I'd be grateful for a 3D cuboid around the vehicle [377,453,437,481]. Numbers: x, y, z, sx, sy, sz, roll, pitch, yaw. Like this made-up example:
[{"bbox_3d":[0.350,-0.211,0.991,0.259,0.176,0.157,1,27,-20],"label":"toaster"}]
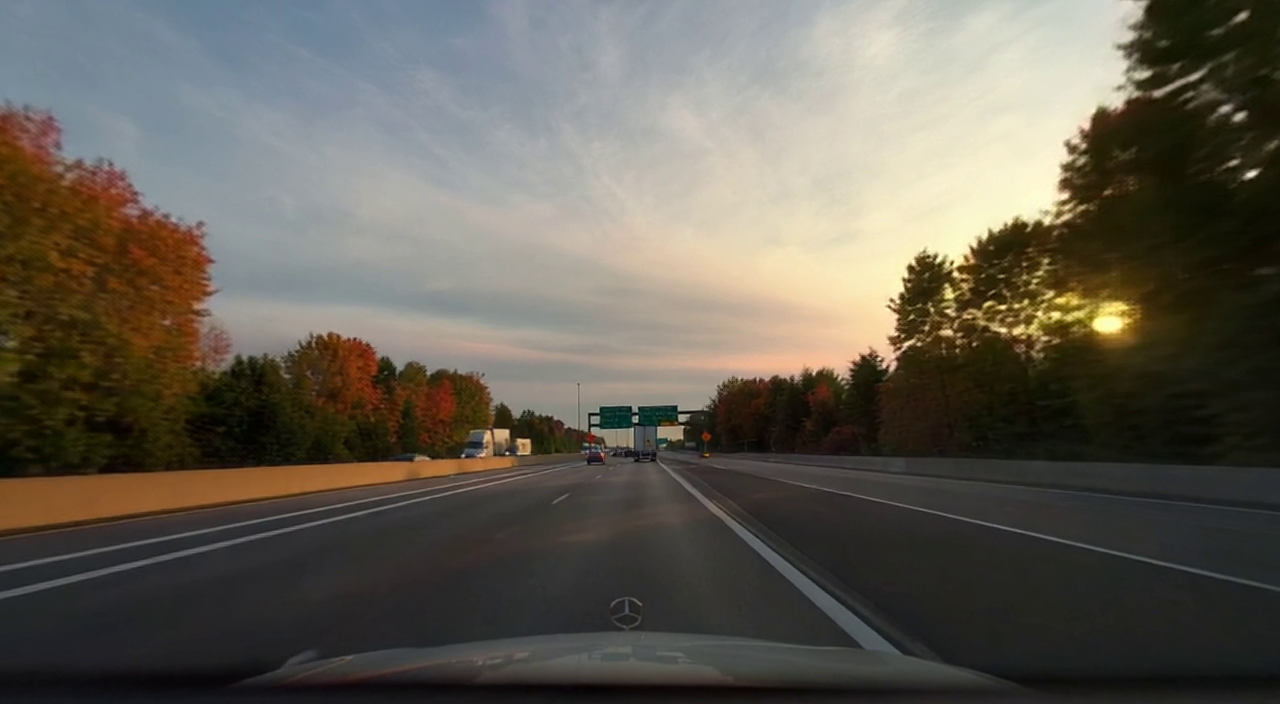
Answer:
[{"bbox_3d":[-13.051,6.445,35.527,1.803,1.419,3.997,0,-9,0],"label":"vehicle"}]
